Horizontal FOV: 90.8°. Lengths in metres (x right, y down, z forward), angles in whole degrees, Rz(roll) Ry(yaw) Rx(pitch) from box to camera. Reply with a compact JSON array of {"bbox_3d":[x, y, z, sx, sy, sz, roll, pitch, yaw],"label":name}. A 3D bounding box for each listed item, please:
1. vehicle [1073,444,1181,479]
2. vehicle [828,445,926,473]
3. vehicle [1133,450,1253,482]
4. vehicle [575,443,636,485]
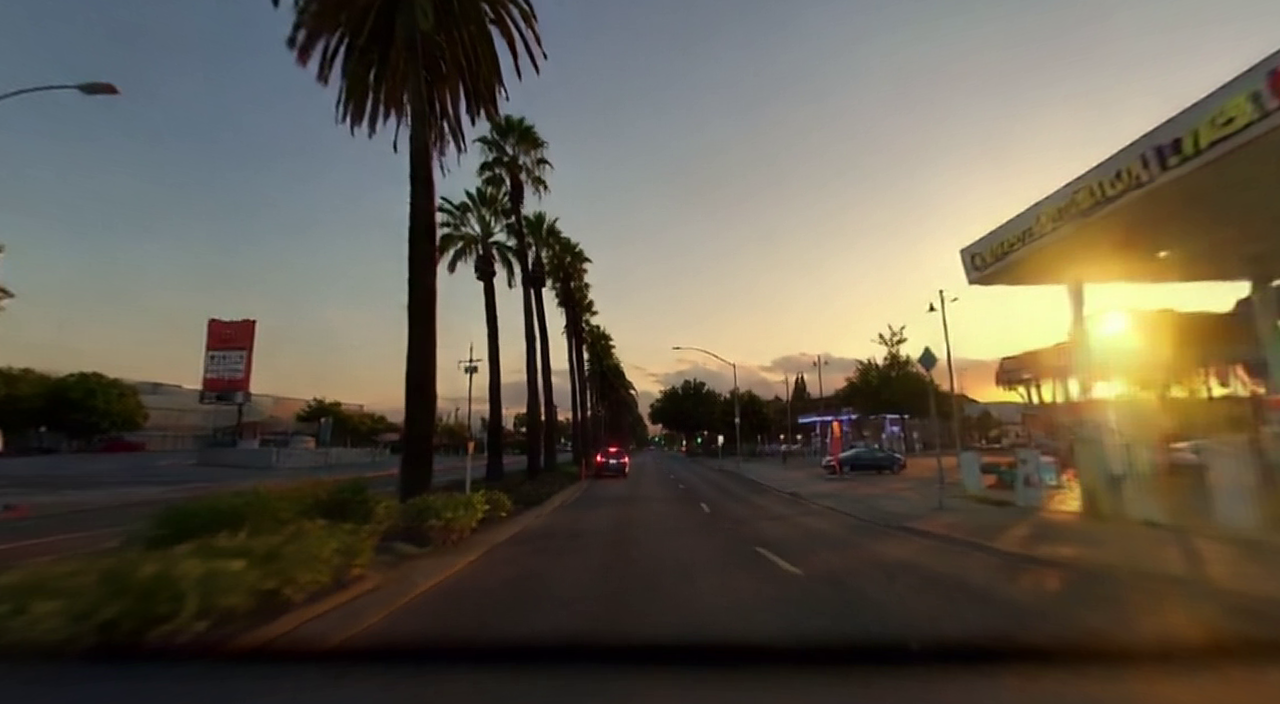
[{"bbox_3d":[27.261,6.126,35.446,4.381,1.892,1.942,1,-9,-2],"label":"vehicle"},{"bbox_3d":[14.805,6.708,39.662,5.317,1.700,1.901,0,-9,0],"label":"vehicle"},{"bbox_3d":[28.803,5.940,33.016,4.377,1.633,1.834,0,-9,2],"label":"vehicle"},{"bbox_3d":[-1.513,4.560,25.800,2.073,1.525,4.809,2,-10,-8],"label":"vehicle"}]
